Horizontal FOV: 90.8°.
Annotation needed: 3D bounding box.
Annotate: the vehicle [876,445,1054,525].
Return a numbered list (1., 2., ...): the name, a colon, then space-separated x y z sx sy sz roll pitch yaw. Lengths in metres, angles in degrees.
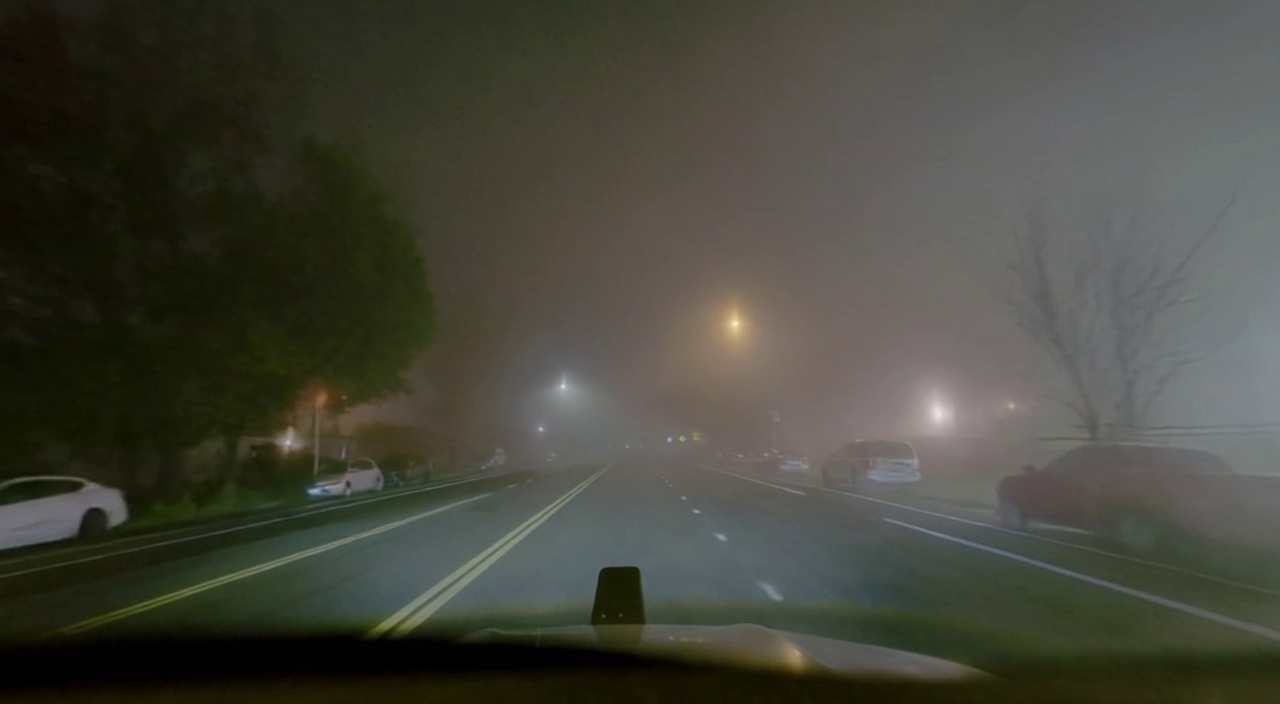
1. vehicle: 6.793 2.777 13.871 1.882 1.433 4.622 -2 -9 6

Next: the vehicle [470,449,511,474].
1. vehicle: -11.132 8.199 47.364 2.048 1.692 4.635 -2 -9 0

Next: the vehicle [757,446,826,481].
1. vehicle: 7.114 5.263 30.166 1.982 1.479 4.687 0 -9 -2

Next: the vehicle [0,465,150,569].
1. vehicle: -10.805 2.664 10.184 2.007 1.528 4.710 -2 -9 0

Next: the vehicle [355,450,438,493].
1. vehicle: -10.711 5.288 28.179 1.974 1.682 4.339 -2 -9 0

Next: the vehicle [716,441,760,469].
1. vehicle: 6.776 7.177 44.188 2.087 1.762 5.493 0 -9 -1

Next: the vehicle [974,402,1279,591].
1. vehicle: 7.167 1.833 8.965 2.103 1.912 4.892 0 -9 -1

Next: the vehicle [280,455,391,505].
1. vehicle: -10.828 4.550 22.833 1.840 1.526 4.214 -1 -9 1

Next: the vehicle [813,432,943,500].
1. vehicle: 7.210 3.498 19.883 2.064 1.802 5.293 -1 -9 1
